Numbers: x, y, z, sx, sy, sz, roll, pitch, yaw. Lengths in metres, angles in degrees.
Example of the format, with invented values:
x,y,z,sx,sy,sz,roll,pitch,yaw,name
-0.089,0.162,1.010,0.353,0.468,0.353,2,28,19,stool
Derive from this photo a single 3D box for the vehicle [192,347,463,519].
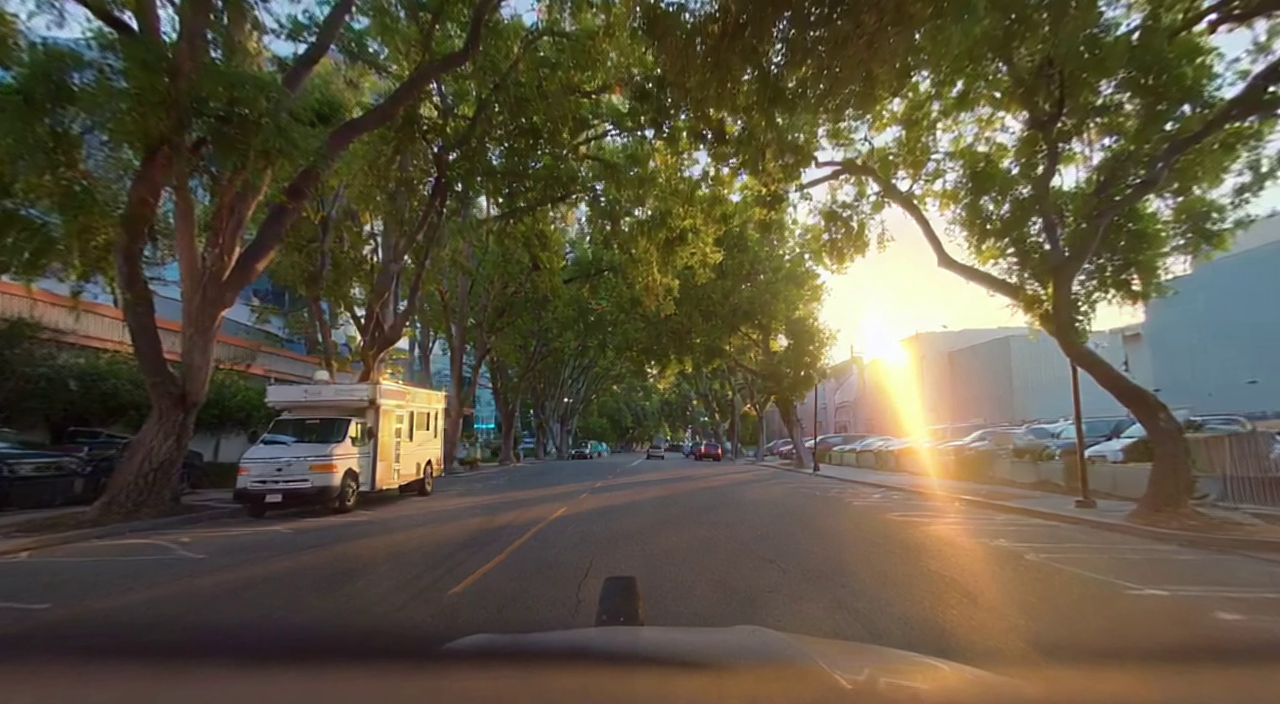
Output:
x,y,z,sx,sy,sz,roll,pitch,yaw,name
-6.875,2.036,15.492,2.968,3.222,7.036,-1,-9,0,vehicle

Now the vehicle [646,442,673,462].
x,y,z,sx,sy,sz,roll,pitch,yaw,name
1.473,7.714,48.980,2.046,1.445,4.001,0,-8,0,vehicle

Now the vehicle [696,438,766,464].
x,y,z,sx,sy,sz,roll,pitch,yaw,name
6.434,6.959,44.396,4.626,1.723,1.939,5,-10,-31,vehicle

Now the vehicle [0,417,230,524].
x,y,z,sx,sy,sz,roll,pitch,yaw,name
-10.972,2.292,12.806,1.944,1.742,4.657,-1,-8,4,vehicle

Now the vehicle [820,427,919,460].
x,y,z,sx,sy,sz,roll,pitch,yaw,name
14.875,5.967,41.202,5.540,2.045,2.259,0,-8,0,vehicle
